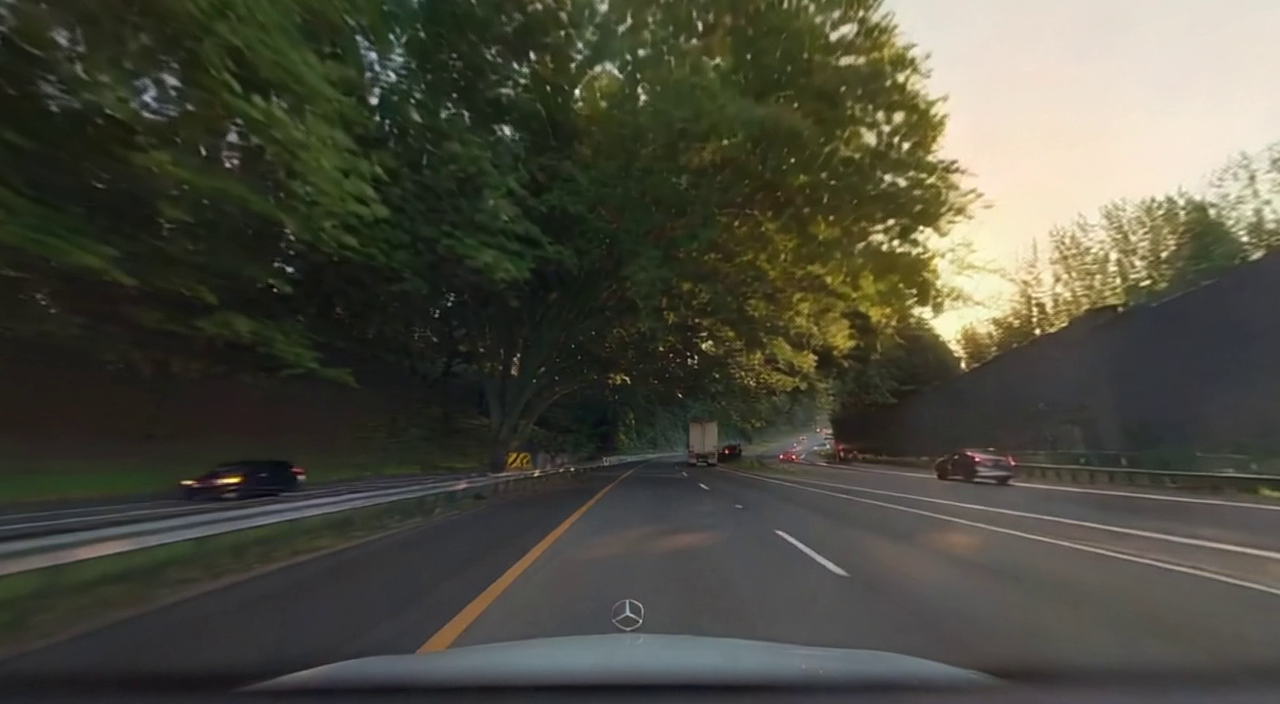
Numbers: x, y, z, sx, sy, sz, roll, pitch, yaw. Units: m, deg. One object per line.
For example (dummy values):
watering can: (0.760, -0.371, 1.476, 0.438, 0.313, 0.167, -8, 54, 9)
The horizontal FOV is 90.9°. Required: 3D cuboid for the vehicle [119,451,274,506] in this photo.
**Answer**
vehicle: (-13.644, 3.868, 19.726, 1.932, 1.522, 4.001, 0, -9, 0)
